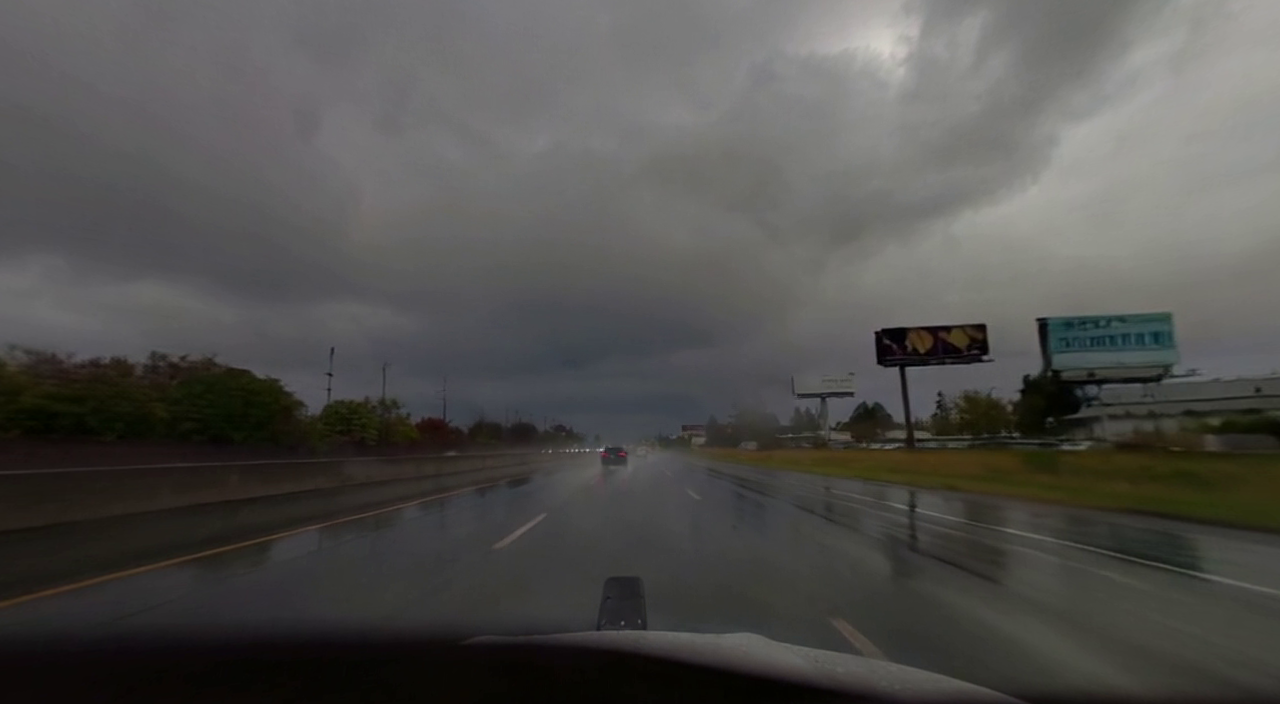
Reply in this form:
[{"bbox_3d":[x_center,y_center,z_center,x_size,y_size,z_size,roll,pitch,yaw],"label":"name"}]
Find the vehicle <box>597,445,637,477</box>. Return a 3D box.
[{"bbox_3d":[-1.136,5.643,32.770,1.916,1.494,4.335,0,-9,0],"label":"vehicle"}]
